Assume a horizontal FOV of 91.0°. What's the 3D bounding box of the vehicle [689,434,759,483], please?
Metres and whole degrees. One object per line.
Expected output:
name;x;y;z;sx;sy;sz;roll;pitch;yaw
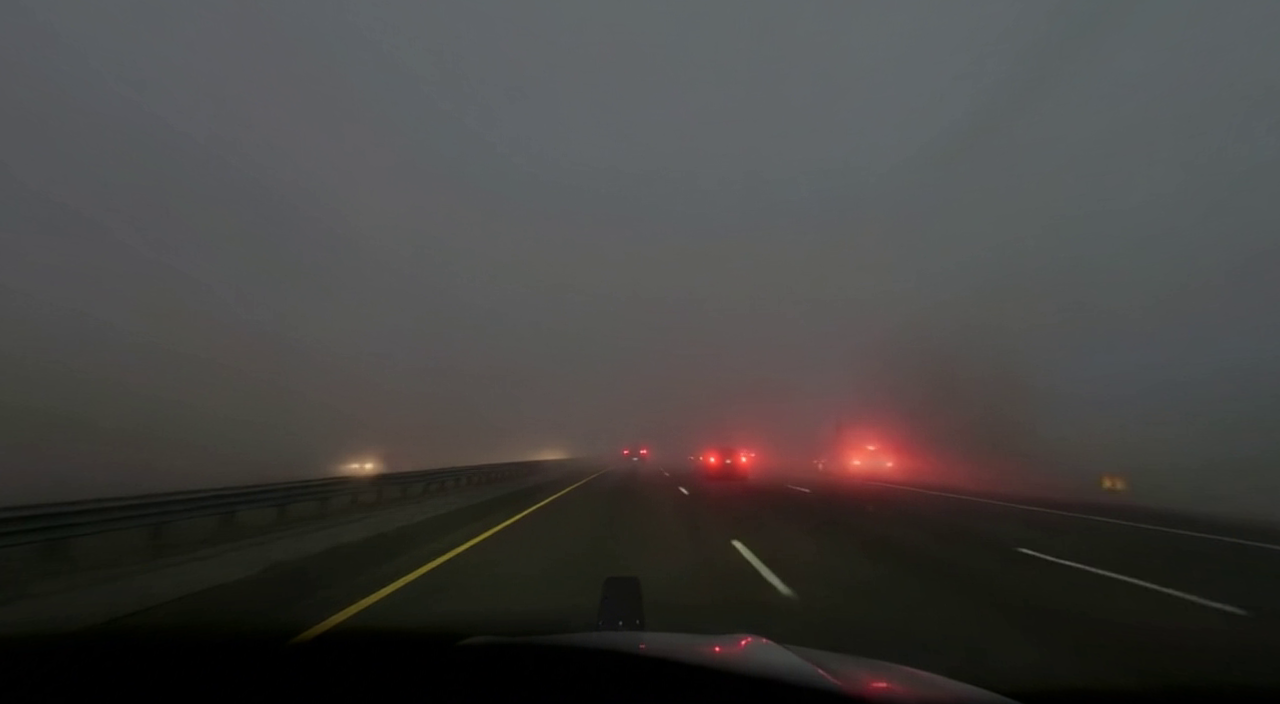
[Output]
vehicle;3.391;4.428;26.469;2.269;1.839;4.554;0;-9;-1

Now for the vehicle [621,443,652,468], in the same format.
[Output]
vehicle;-0.227;7.390;44.943;2.142;1.664;4.076;0;-9;0
